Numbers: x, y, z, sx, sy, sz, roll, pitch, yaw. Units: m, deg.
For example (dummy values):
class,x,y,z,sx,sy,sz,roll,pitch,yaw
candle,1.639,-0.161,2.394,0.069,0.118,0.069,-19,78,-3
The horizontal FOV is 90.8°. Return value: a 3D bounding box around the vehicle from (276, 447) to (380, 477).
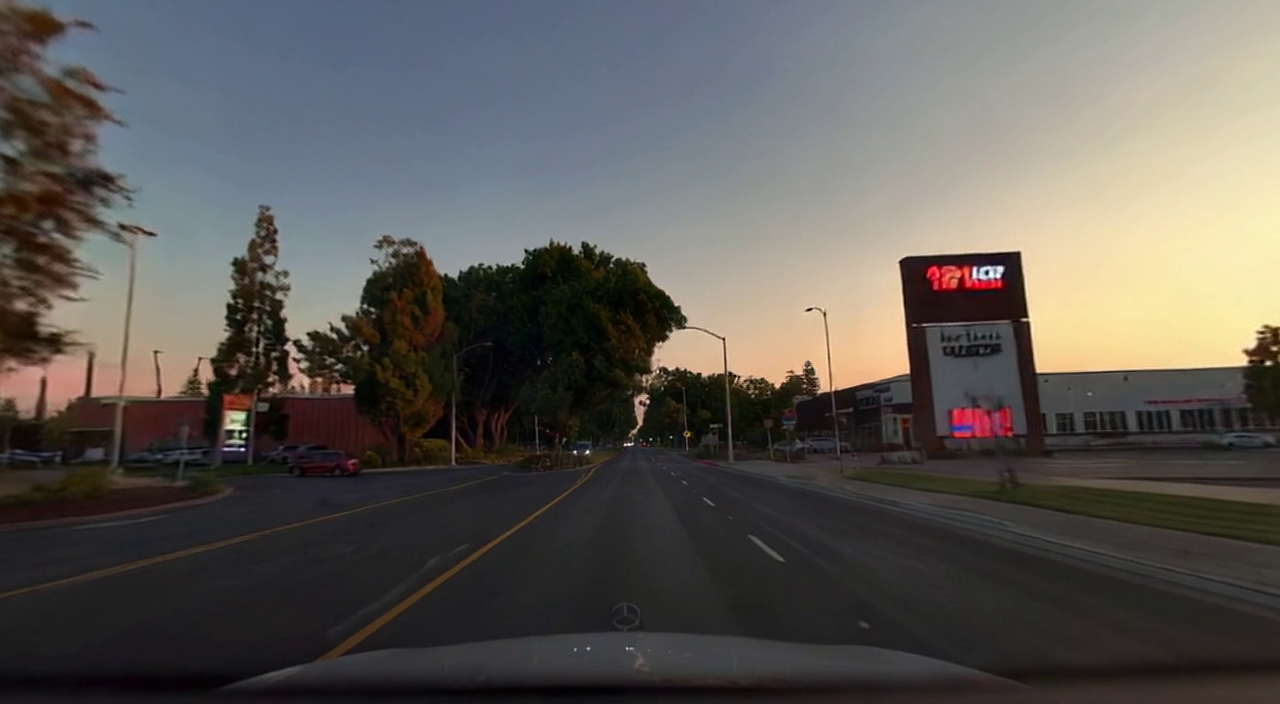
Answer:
class,x,y,z,sx,sy,sz,roll,pitch,yaw
vehicle,-17.082,6.043,34.758,4.658,1.544,2.056,0,-8,1
